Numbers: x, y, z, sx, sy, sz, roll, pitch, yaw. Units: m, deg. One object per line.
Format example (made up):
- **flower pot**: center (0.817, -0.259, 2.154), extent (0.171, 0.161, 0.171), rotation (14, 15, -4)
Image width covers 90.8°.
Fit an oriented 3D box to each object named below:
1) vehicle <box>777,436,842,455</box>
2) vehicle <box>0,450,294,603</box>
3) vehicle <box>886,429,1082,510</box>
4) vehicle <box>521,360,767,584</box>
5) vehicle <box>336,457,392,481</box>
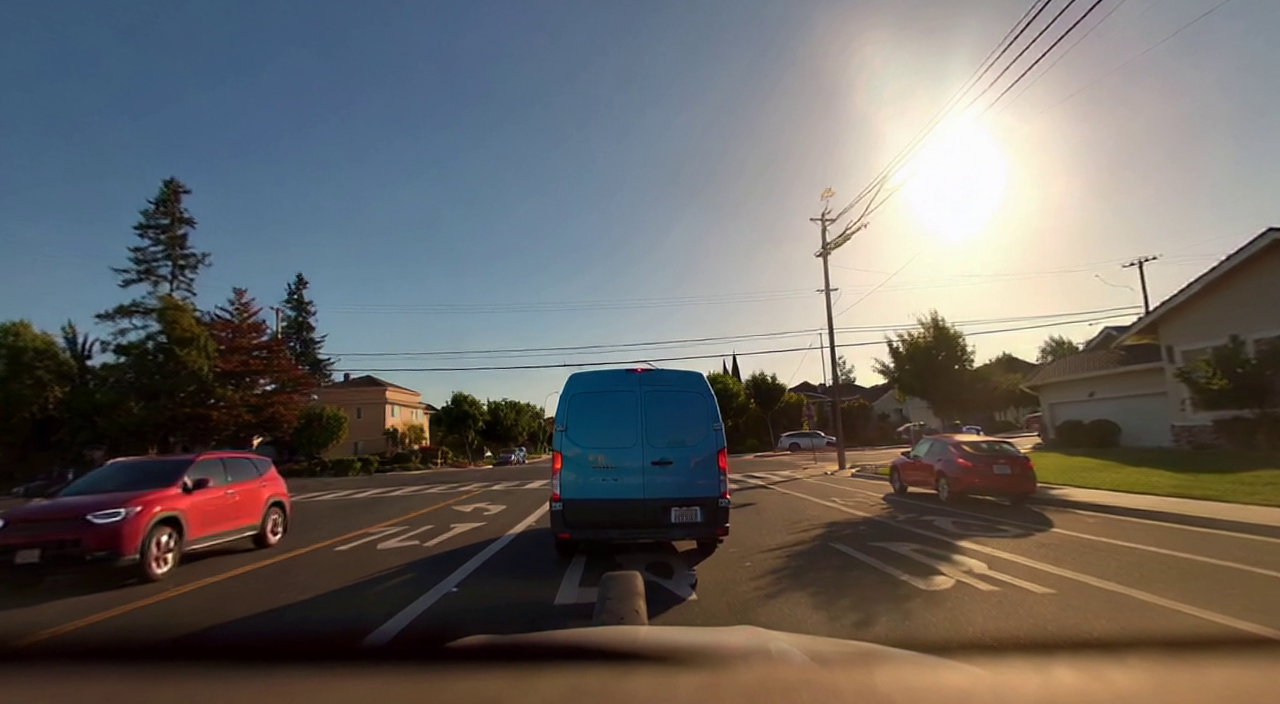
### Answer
- **vehicle**: center (13.135, 7.287, 49.180), extent (4.483, 1.463, 1.805), rotation (0, -9, -1)
- **vehicle**: center (-7.472, 2.372, 9.603), extent (1.997, 1.724, 4.417), rotation (0, -9, -2)
- **vehicle**: center (7.358, 2.547, 14.127), extent (1.883, 1.504, 4.220), rotation (0, -9, -2)
- **vehicle**: center (0.035, 1.502, 8.539), extent (2.342, 2.142, 4.809), rotation (0, -9, 0)
- **vehicle**: center (-18.316, 7.781, 42.115), extent (1.816, 1.445, 4.120), rotation (0, -9, 1)
